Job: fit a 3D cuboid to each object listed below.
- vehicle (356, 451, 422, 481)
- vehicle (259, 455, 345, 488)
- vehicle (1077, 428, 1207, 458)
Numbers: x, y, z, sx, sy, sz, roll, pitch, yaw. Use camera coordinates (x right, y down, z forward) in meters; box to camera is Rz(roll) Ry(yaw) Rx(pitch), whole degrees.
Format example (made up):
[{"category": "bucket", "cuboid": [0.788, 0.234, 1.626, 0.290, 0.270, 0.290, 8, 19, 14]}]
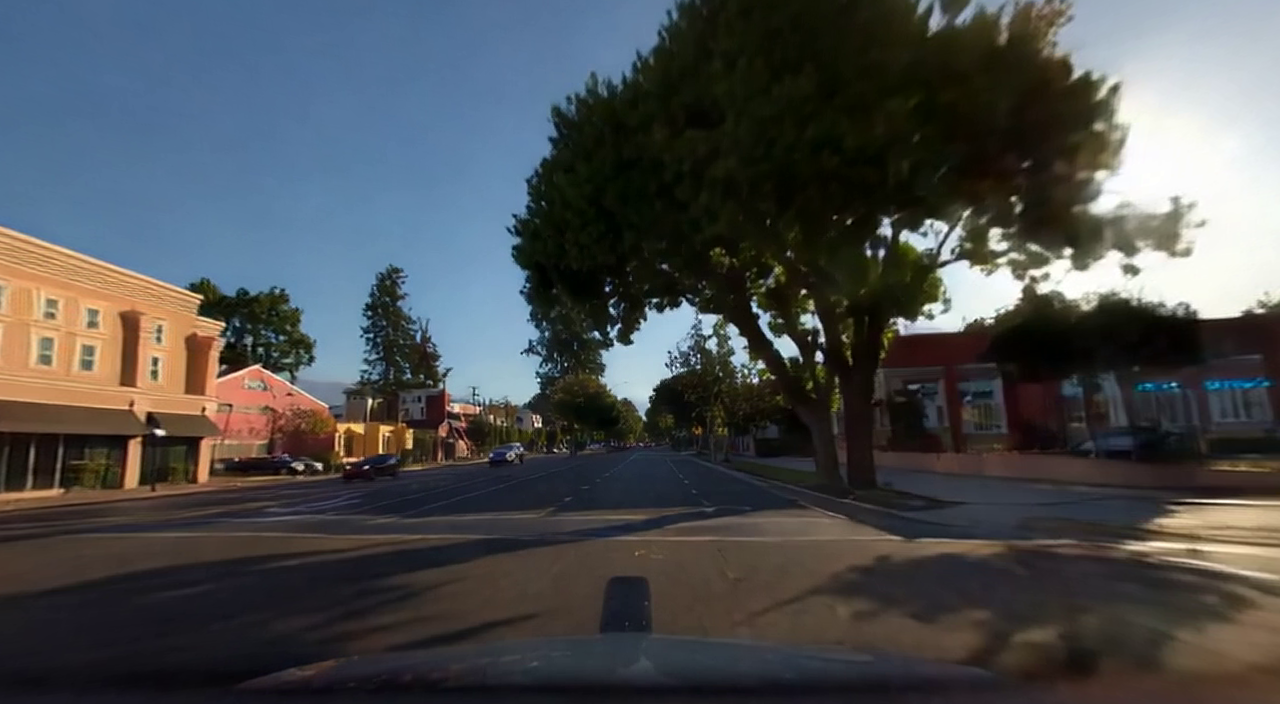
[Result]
[{"category": "vehicle", "cuboid": [-14.287, 6.477, 36.098, 1.963, 1.487, 4.331, -3, -8, 1]}, {"category": "vehicle", "cuboid": [-17.888, 6.326, 33.668, 1.945, 1.486, 4.652, -2, -8, 1]}, {"category": "vehicle", "cuboid": [25.983, 4.762, 32.887, 4.942, 1.435, 1.987, -5, -9, 28]}]
